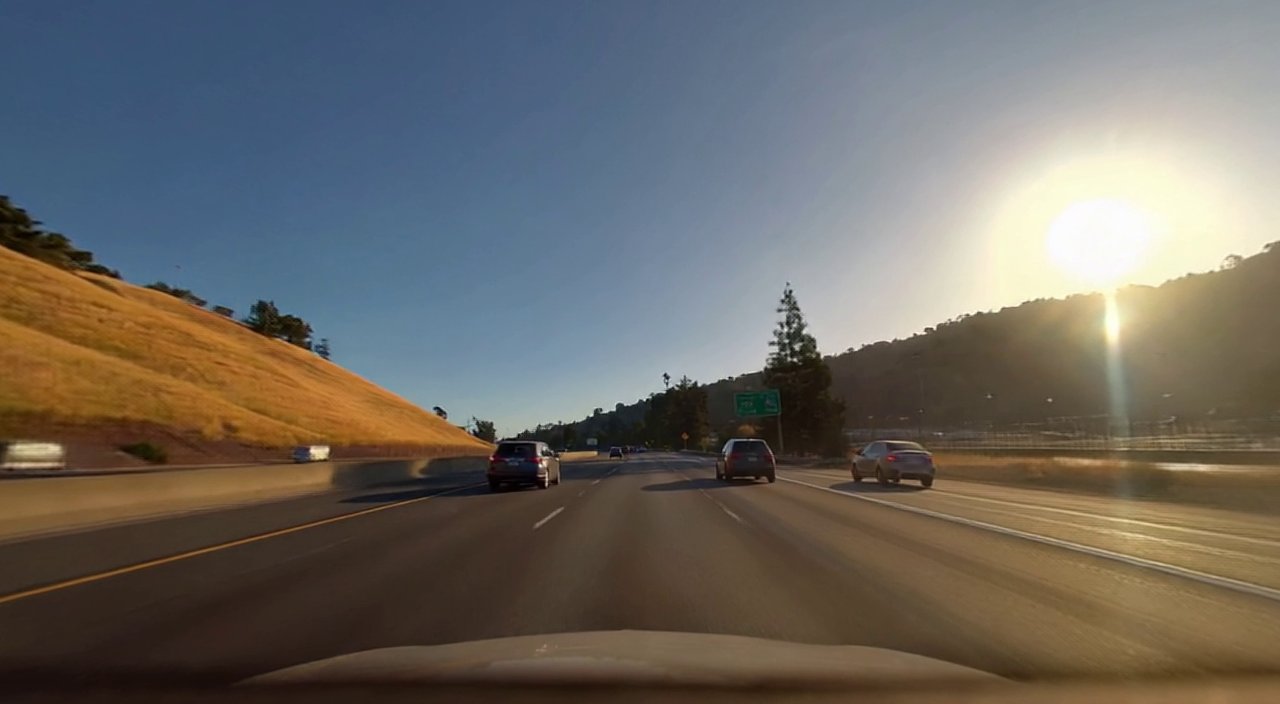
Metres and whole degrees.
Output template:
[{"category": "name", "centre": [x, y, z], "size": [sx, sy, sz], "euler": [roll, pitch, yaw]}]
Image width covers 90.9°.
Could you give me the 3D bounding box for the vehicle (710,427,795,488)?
[{"category": "vehicle", "centre": [3.839, 3.728, 22.559], "size": [2.121, 1.925, 5.056], "euler": [0, -8, 0]}]

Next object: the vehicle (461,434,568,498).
[{"category": "vehicle", "centre": [-3.535, 3.318, 18.758], "size": [2.166, 1.672, 4.388], "euler": [-1, -8, 2]}]

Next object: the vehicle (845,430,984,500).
[{"category": "vehicle", "centre": [7.593, 3.160, 18.026], "size": [1.998, 1.717, 4.338], "euler": [0, -8, 0]}]
